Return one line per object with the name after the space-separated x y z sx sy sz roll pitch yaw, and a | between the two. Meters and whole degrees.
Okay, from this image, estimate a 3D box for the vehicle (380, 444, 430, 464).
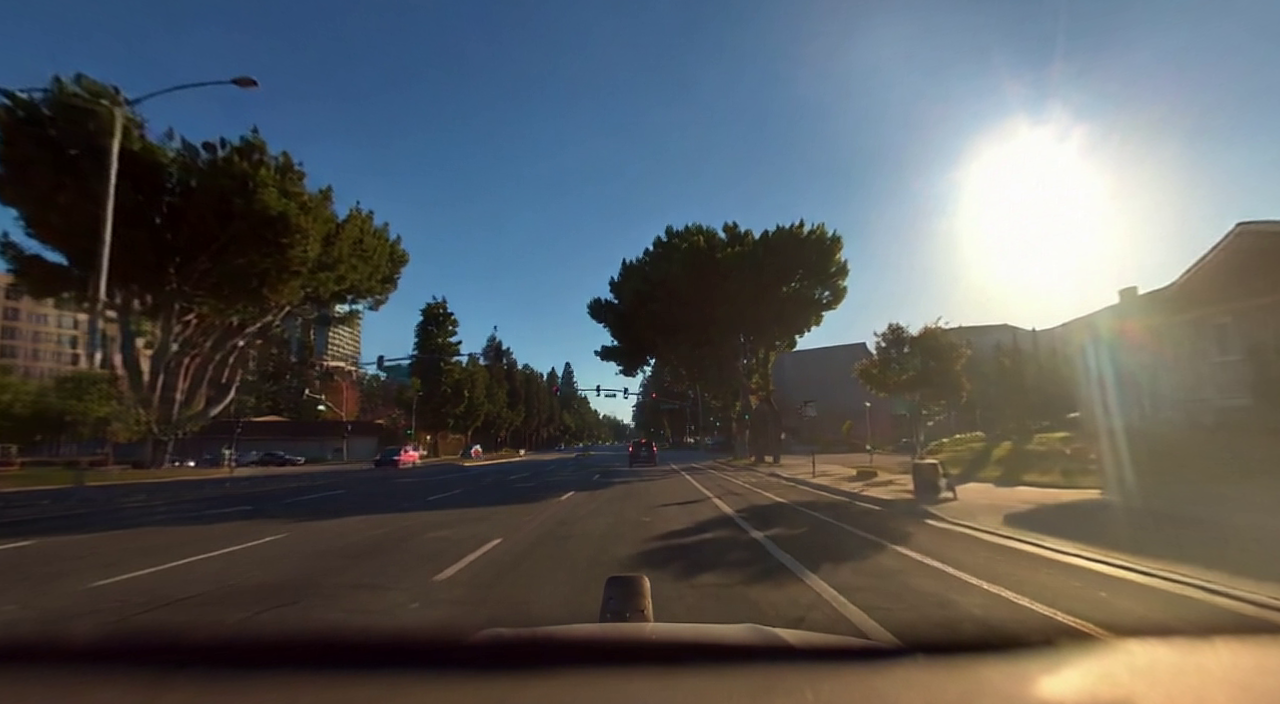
-17.846 7.729 48.115 1.986 1.438 4.620 0 -9 0 | vehicle

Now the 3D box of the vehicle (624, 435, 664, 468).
0.214 5.673 36.126 2.169 1.751 4.276 0 -9 0 | vehicle
